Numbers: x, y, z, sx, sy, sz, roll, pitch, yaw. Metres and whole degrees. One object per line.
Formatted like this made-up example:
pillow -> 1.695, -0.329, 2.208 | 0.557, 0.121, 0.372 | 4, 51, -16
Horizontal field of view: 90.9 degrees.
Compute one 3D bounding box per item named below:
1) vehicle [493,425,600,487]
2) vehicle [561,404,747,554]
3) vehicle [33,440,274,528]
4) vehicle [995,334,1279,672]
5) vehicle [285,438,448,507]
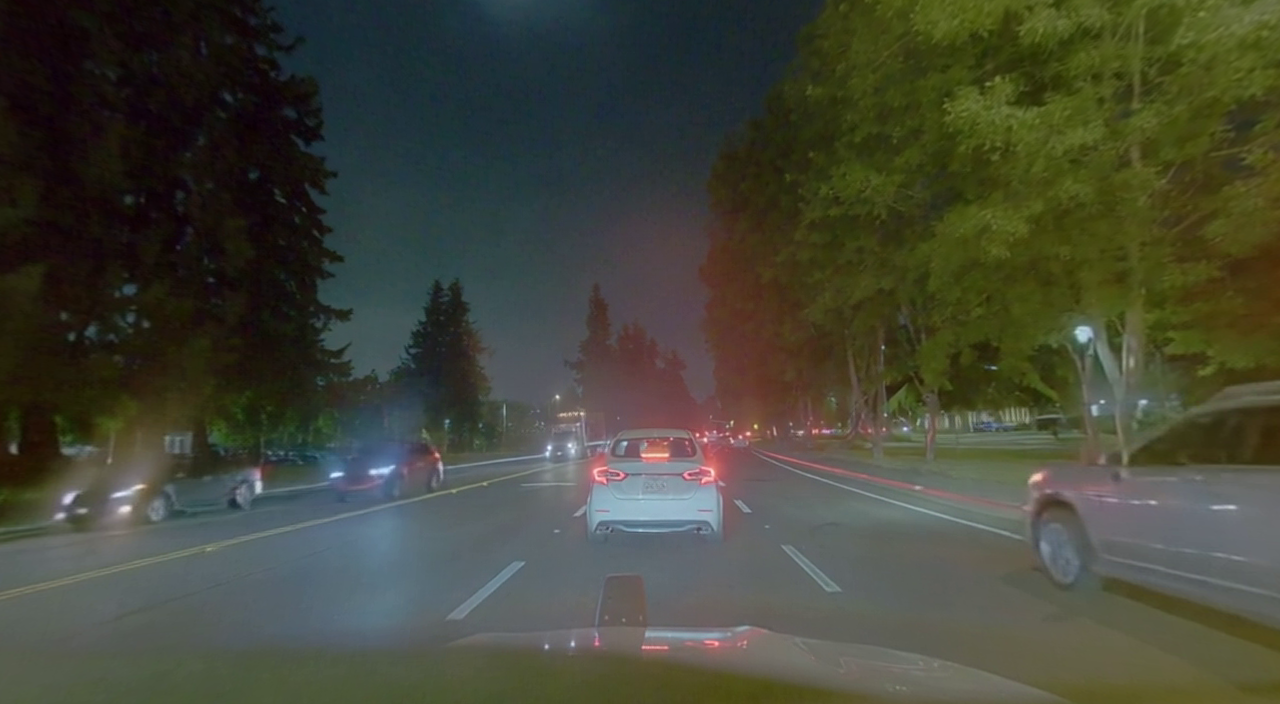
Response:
vehicle -> -2.922, 3.402, 20.966 | 2.057, 1.786, 4.725 | -2, -8, 11
vehicle -> 0.202, 1.777, 9.462 | 2.154, 1.710, 4.128 | -1, -8, 1
vehicle -> -10.865, 2.913, 14.631 | 2.005, 1.701, 4.355 | -1, -8, 1
vehicle -> 4.612, 0.957, 4.051 | 2.059, 1.864, 4.700 | 2, -8, 2
vehicle -> -6.709, 2.985, 16.167 | 1.923, 1.492, 4.577 | -1, -8, 3
